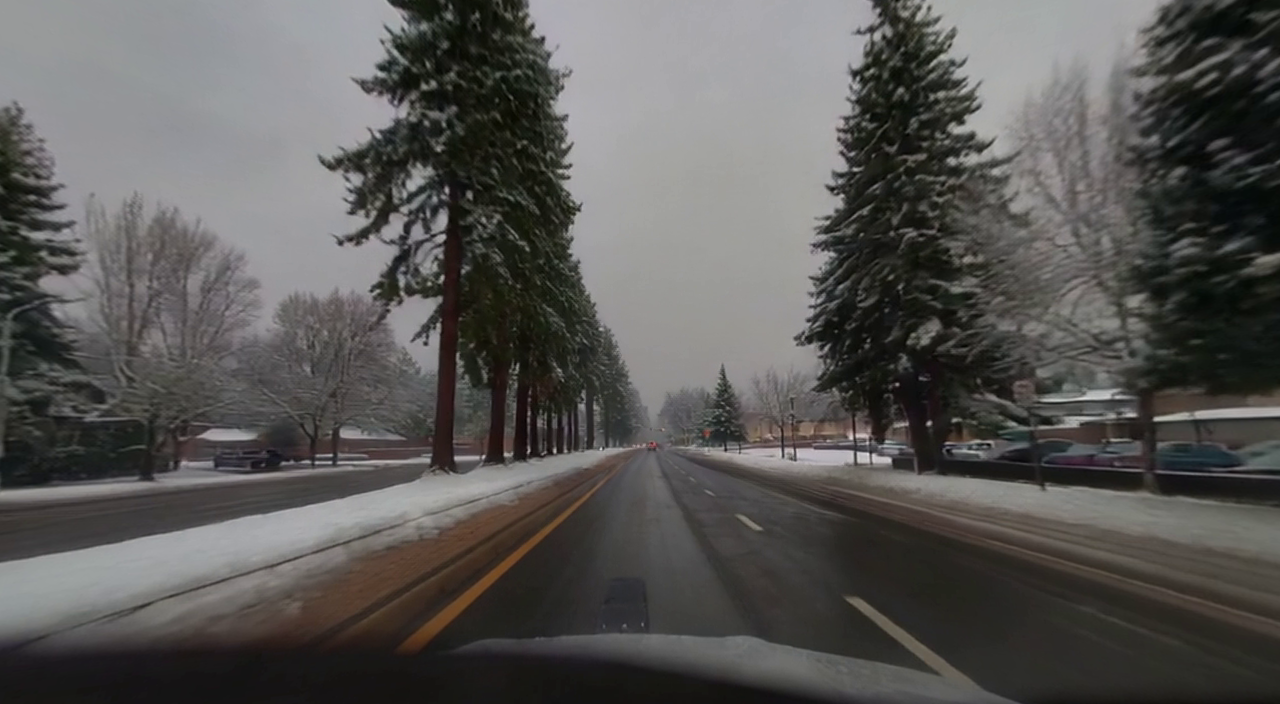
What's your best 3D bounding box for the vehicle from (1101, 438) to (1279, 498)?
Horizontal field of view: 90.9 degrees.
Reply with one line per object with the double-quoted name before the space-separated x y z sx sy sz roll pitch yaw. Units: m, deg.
"vehicle" 15.568 3.073 16.940 4.794 1.480 1.995 0 -8 -1
